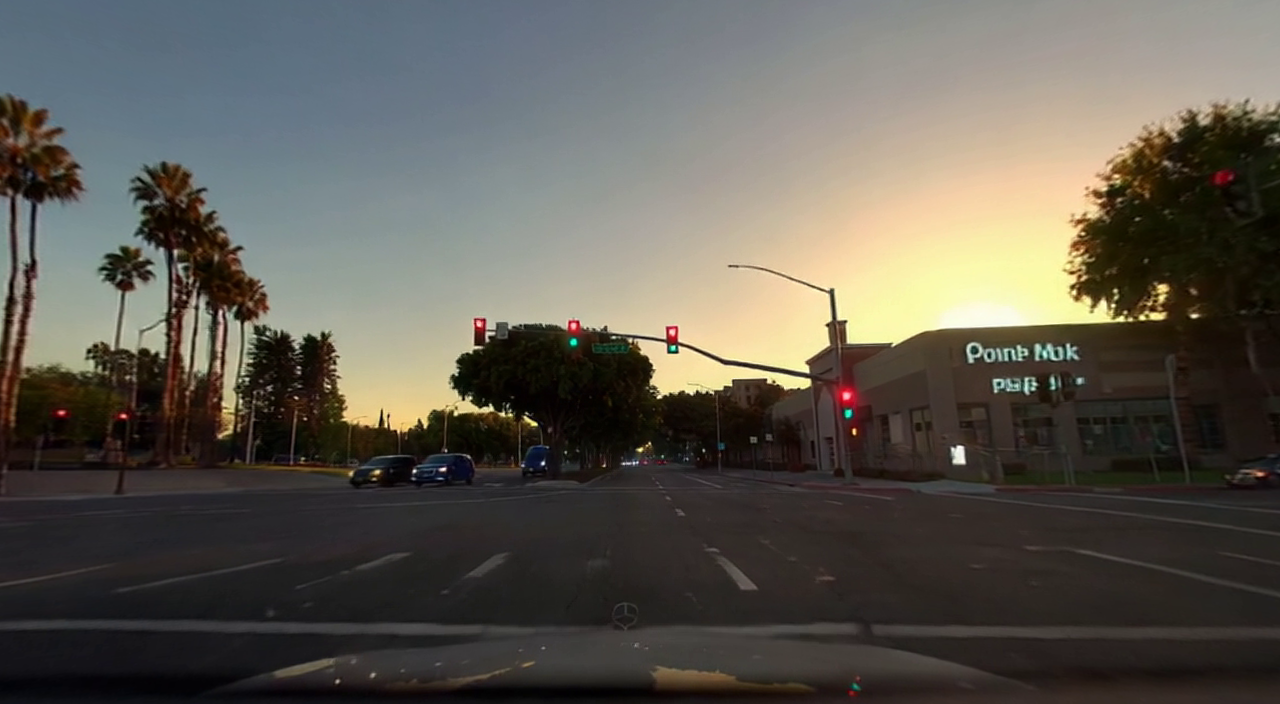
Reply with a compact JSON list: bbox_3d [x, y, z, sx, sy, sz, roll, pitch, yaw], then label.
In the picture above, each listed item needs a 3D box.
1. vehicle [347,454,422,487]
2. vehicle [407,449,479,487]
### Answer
[{"bbox_3d":[-13.756,6.386,34.381,1.995,1.632,4.609,0,-9,2],"label":"vehicle"},{"bbox_3d":[-9.583,5.660,31.151,2.074,1.681,4.417,0,-9,0],"label":"vehicle"}]
